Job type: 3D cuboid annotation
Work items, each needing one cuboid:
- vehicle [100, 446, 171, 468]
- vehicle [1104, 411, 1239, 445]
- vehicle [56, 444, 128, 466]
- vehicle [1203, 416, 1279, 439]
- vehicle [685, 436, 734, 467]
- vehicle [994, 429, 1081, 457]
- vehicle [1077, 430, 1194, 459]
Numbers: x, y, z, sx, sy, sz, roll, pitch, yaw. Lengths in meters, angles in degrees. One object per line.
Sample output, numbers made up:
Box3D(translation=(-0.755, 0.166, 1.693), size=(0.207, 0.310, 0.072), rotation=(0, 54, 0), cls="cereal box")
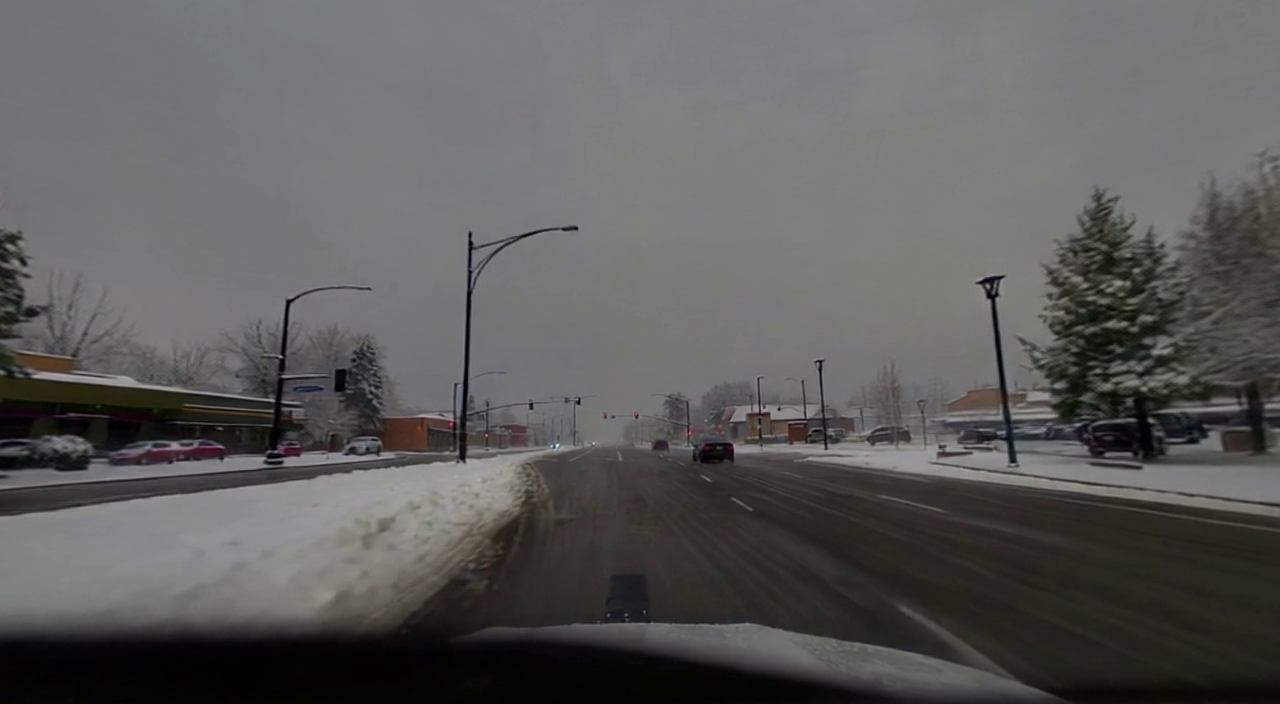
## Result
Box3D(translation=(-35.626, 7.419, 44.661), size=(1.684, 1.432, 4.140), rotation=(0, -8, -2), cls="vehicle")
Box3D(translation=(38.338, 5.576, 45.770), size=(2.372, 2.254, 6.893), rotation=(5, -10, -31), cls="vehicle")
Box3D(translation=(-38.002, 7.121, 43.810), size=(1.759, 1.482, 3.620), rotation=(1, -8, -3), cls="vehicle")
Box3D(translation=(47.606, 5.936, 49.418), size=(1.846, 1.656, 4.602), rotation=(4, -9, -30), cls="vehicle")
Box3D(translation=(3.657, 5.359, 34.037), size=(2.038, 1.528, 4.259), rotation=(0, -8, -2), cls="vehicle")
Box3D(translation=(26.056, 5.954, 41.406), size=(4.544, 1.474, 1.772), rotation=(-4, -7, -5), cls="vehicle")
Box3D(translation=(26.369, 4.941, 33.616), size=(4.691, 1.436, 1.988), rotation=(0, -8, -4), cls="vehicle")
